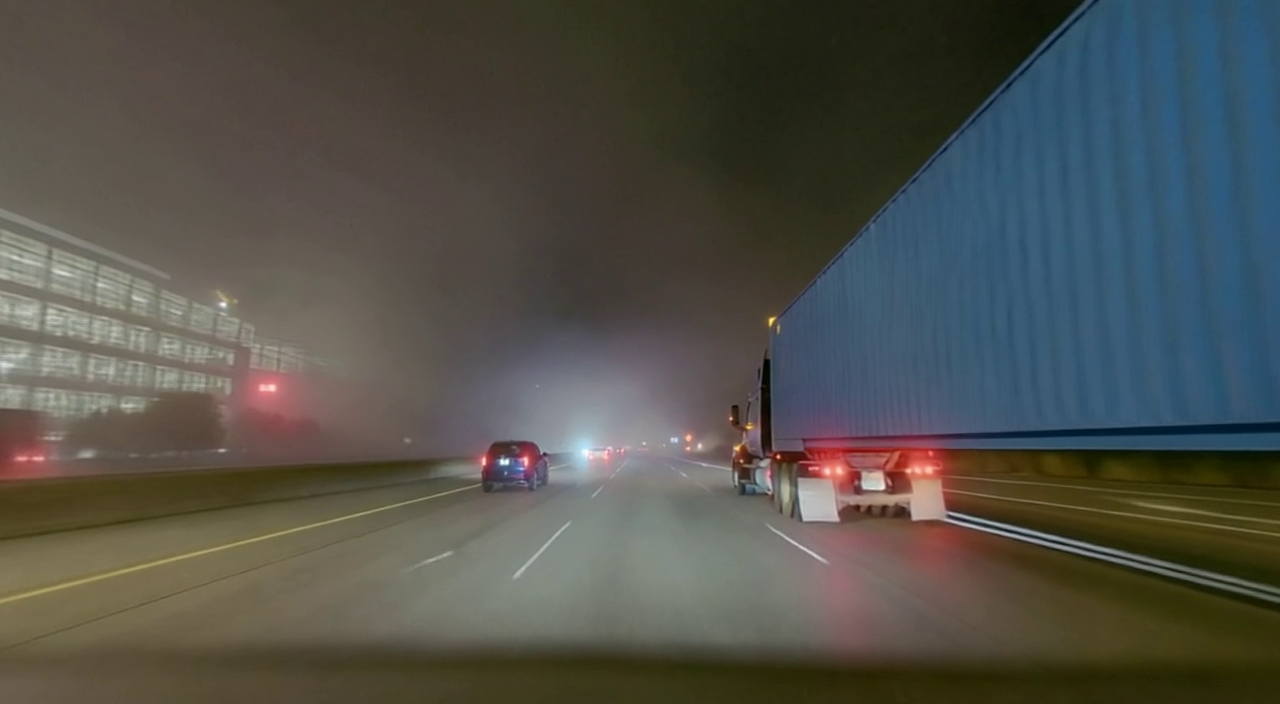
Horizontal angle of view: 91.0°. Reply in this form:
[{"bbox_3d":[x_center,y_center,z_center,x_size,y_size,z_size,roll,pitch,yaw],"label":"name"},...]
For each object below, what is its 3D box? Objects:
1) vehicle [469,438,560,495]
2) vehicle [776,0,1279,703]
[{"bbox_3d":[-3.675,3.432,19.188,1.954,1.528,4.010,0,-9,0],"label":"vehicle"},{"bbox_3d":[3.961,0.028,4.977,2.893,3.992,13.605,0,-9,1],"label":"vehicle"}]
